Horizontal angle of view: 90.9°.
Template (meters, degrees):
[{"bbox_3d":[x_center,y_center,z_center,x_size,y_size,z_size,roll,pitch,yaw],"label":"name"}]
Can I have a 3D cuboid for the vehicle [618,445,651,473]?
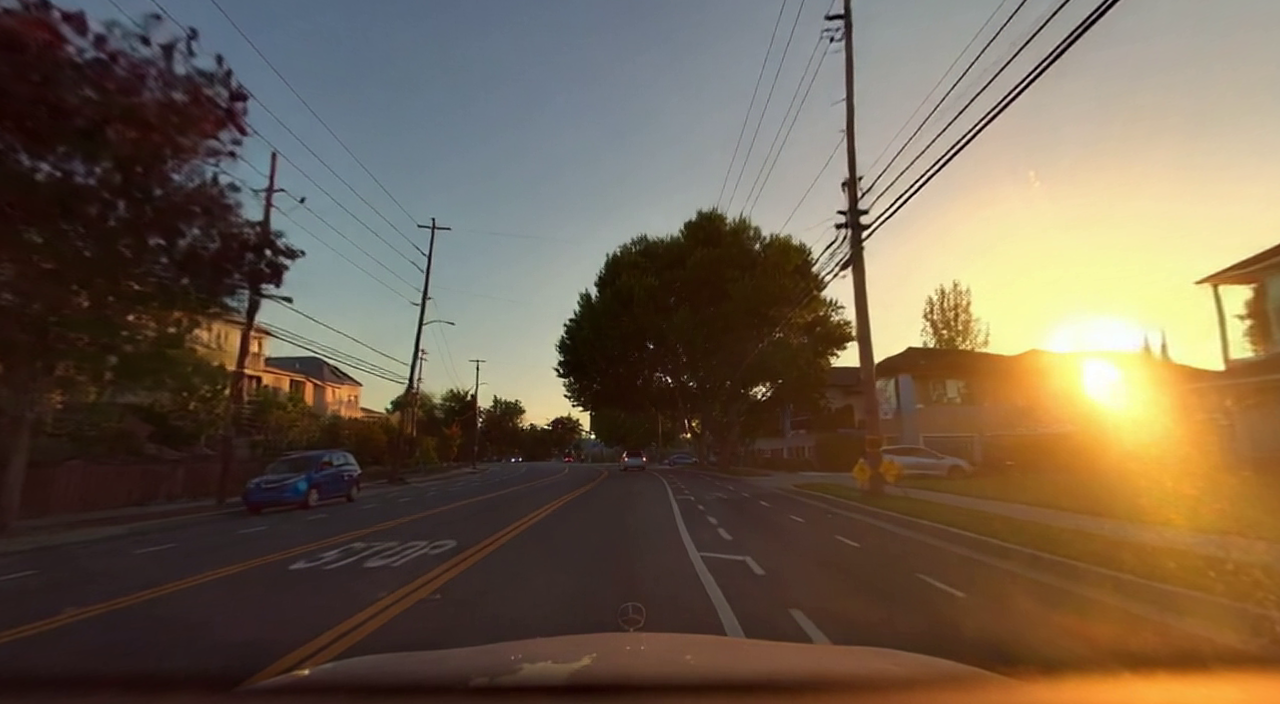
[{"bbox_3d":[-0.391,7.945,47.052,2.284,1.741,4.702,2,-8,1],"label":"vehicle"}]

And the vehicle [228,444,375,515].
[{"bbox_3d":[-11.066,4.129,21.184,1.998,2.047,5.167,0,-8,1],"label":"vehicle"}]

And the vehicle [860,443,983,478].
[{"bbox_3d":[12.759,4.933,28.764,4.648,1.511,1.919,0,-8,-2],"label":"vehicle"}]
